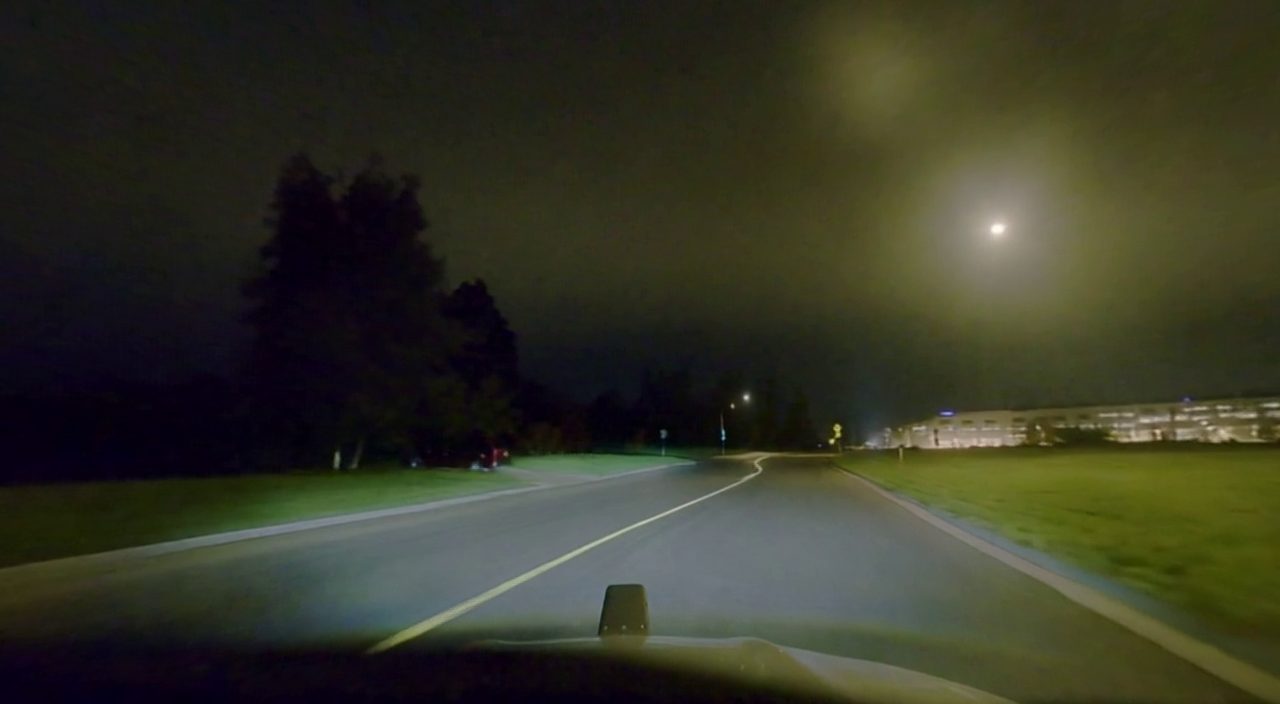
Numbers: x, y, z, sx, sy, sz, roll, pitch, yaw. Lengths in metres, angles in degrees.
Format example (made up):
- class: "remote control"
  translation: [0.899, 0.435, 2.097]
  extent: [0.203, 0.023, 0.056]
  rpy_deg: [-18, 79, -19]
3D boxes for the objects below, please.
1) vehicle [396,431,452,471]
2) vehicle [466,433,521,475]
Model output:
- class: "vehicle"
  translation: [-10.553, 4.781, 30.638]
  extent: [2.192, 1.740, 4.521]
  rpy_deg: [4, -9, -22]
- class: "vehicle"
  translation: [-6.927, 4.846, 30.058]
  extent: [2.244, 1.796, 5.170]
  rpy_deg: [2, -9, -12]
